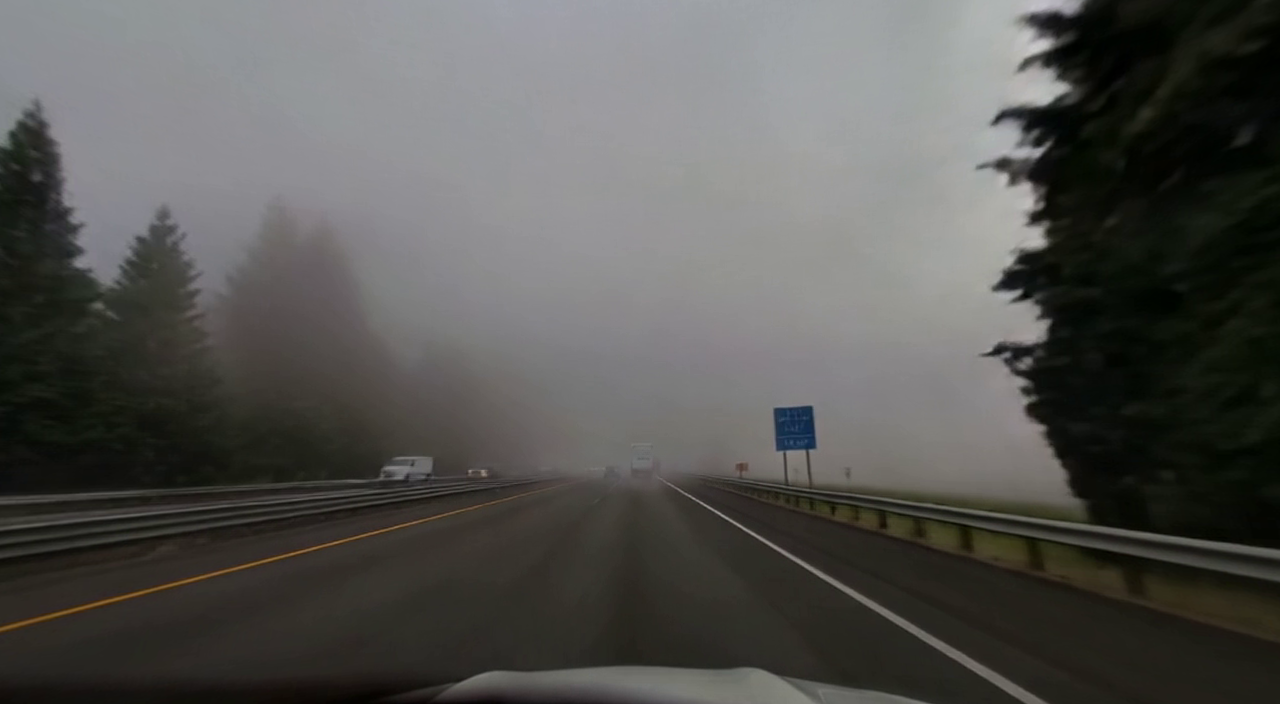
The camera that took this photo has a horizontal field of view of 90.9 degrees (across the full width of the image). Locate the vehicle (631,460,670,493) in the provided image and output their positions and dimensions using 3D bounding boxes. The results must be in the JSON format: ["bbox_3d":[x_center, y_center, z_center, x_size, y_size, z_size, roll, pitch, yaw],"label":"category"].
[{"bbox_3d":[0.561,6.956,35.280,2.048,1.663,4.377,1,-10,0],"label":"vehicle"}]

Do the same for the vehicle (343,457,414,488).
[{"bbox_3d":[-16.329,7.573,39.674,2.028,1.777,5.635,1,-10,0],"label":"vehicle"}]
